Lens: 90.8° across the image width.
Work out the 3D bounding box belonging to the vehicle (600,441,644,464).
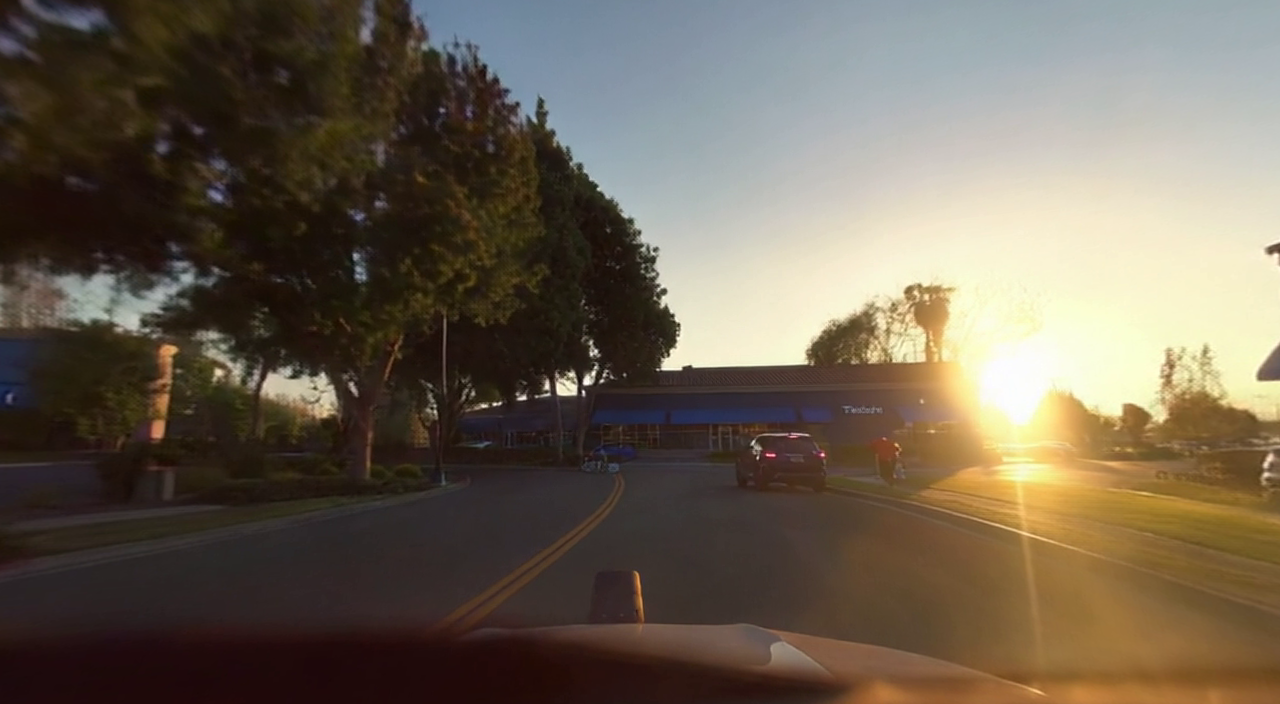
[{"bbox_3d":[-1.422,7.672,48.177,2.007,1.639,4.444,3,-9,-21],"label":"vehicle"}]

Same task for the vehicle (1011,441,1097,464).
[{"bbox_3d":[29.925,7.277,45.803,1.815,1.574,4.800,7,-11,-40],"label":"vehicle"}]

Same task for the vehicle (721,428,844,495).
[{"bbox_3d":[4.154,3.316,19.535,2.292,1.767,5.128,0,-8,-4],"label":"vehicle"}]
